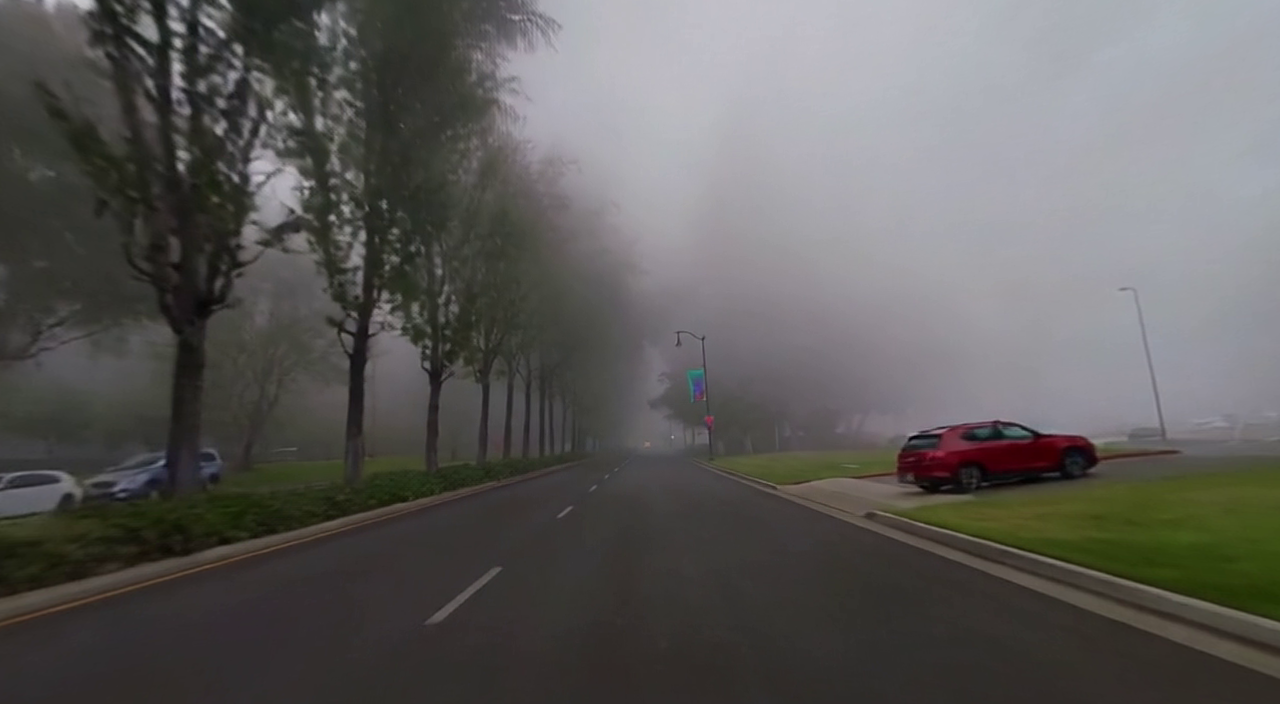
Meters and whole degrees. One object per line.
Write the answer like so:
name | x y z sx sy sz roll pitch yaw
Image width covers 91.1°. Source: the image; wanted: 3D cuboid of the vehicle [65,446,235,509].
vehicle | -17.307 4.398 22.596 2.301 1.821 4.731 -4 -8 1

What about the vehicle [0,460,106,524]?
vehicle | -17.448 3.769 16.911 1.873 1.544 4.794 0 -8 1

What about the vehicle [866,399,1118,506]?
vehicle | 8.521 2.473 15.616 4.716 1.672 2.330 -10 -8 -2
